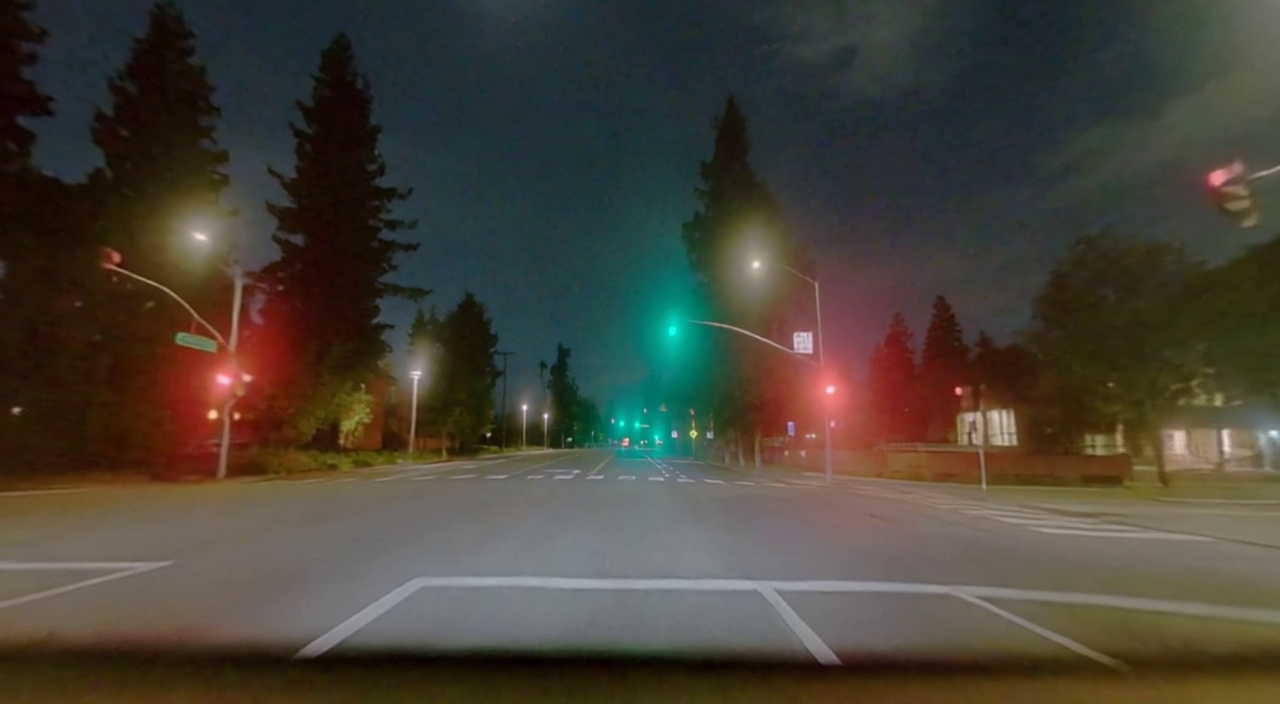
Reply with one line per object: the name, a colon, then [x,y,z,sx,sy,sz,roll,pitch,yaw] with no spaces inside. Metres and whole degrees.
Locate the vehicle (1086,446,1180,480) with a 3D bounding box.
vehicle: [27.087,6.103,34.778,3.878,1.462,1.783,5,-7,-5]
